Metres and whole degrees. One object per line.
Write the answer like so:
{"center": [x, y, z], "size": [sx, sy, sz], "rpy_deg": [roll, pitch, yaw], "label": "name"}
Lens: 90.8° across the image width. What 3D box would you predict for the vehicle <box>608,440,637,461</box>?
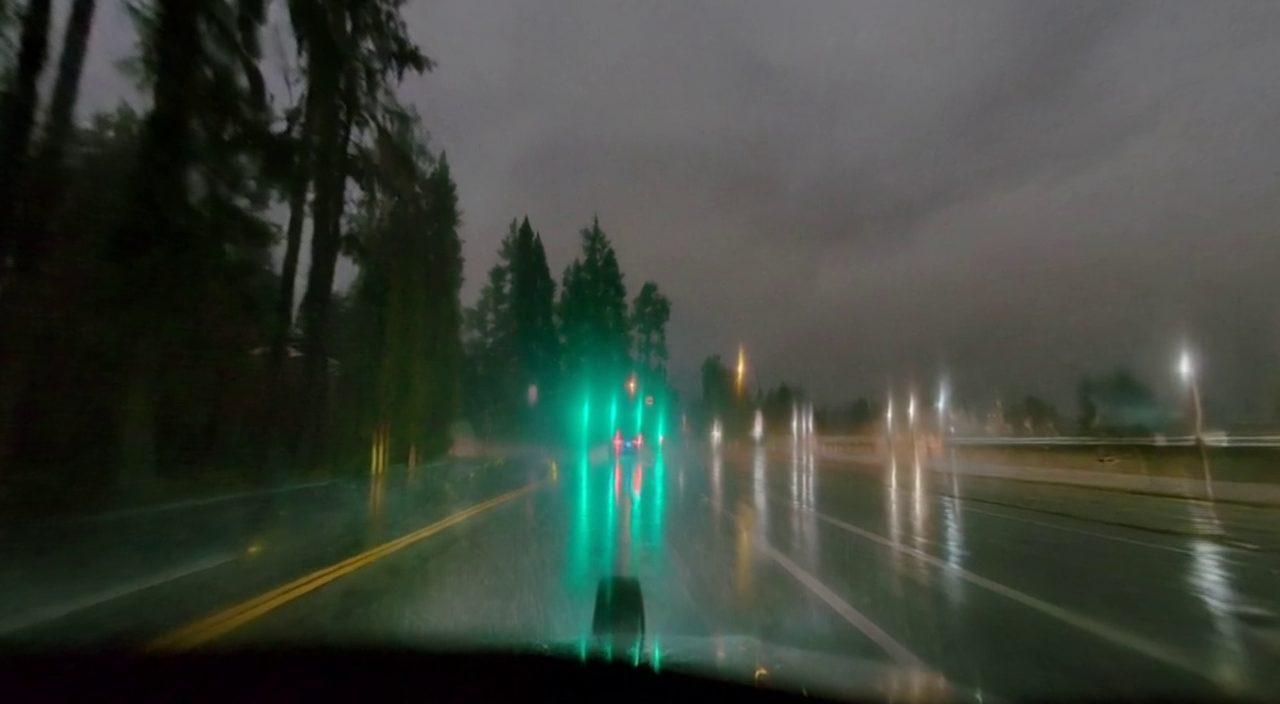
{"center": [-1.401, 7.435, 48.019], "size": [2.042, 1.489, 3.963], "rpy_deg": [0, -8, -4], "label": "vehicle"}
